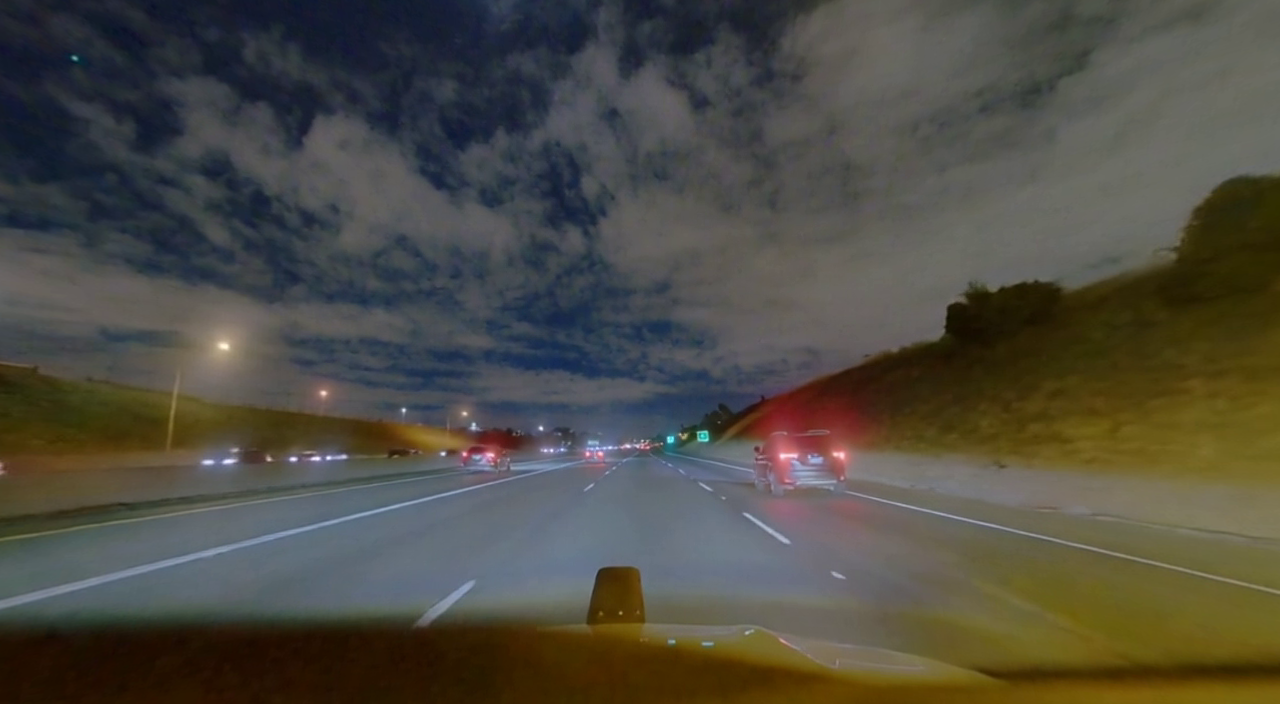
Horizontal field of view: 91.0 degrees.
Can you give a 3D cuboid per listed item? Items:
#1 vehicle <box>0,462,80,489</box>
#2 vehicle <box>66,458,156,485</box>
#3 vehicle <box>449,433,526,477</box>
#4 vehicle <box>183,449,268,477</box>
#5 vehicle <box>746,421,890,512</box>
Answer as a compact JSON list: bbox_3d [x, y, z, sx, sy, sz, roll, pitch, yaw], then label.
[{"bbox_3d":[-38.972,7.876,40.398,1.853,1.510,4.769,0,-9,-3],"label":"vehicle"},{"bbox_3d":[-32.926,7.436,39.406,1.812,1.502,4.574,0,-9,-3],"label":"vehicle"},{"bbox_3d":[-7.503,5.147,31.669,2.341,1.959,5.684,0,-9,1],"label":"vehicle"},{"bbox_3d":[-25.616,6.855,39.127,2.032,1.626,4.675,0,-9,1],"label":"vehicle"},{"bbox_3d":[3.803,2.540,14.343,1.990,1.735,4.276,0,-9,0],"label":"vehicle"}]
